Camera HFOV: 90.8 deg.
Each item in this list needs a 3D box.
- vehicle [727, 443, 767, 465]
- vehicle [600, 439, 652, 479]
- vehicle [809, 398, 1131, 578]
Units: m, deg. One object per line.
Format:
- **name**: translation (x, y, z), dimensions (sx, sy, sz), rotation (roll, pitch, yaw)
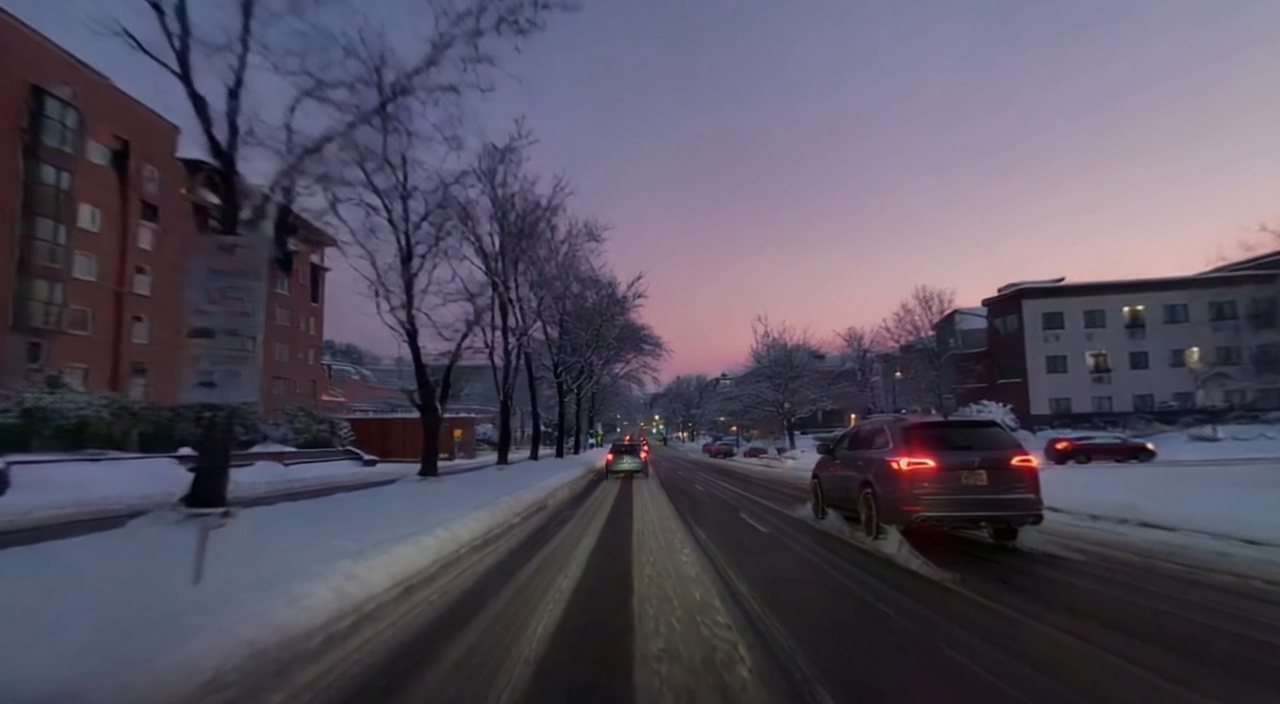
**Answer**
- **vehicle**: translation (7.733, 7.437, 46.056), dimensions (1.962, 1.484, 4.644), rotation (0, -8, -1)
- **vehicle**: translation (-0.513, 4.359, 25.963), dimensions (2.006, 1.487, 3.535), rotation (-1, -8, 1)
- **vehicle**: translation (3.770, 1.625, 8.243), dimensions (1.949, 1.723, 4.020), rotation (0, -8, -1)
